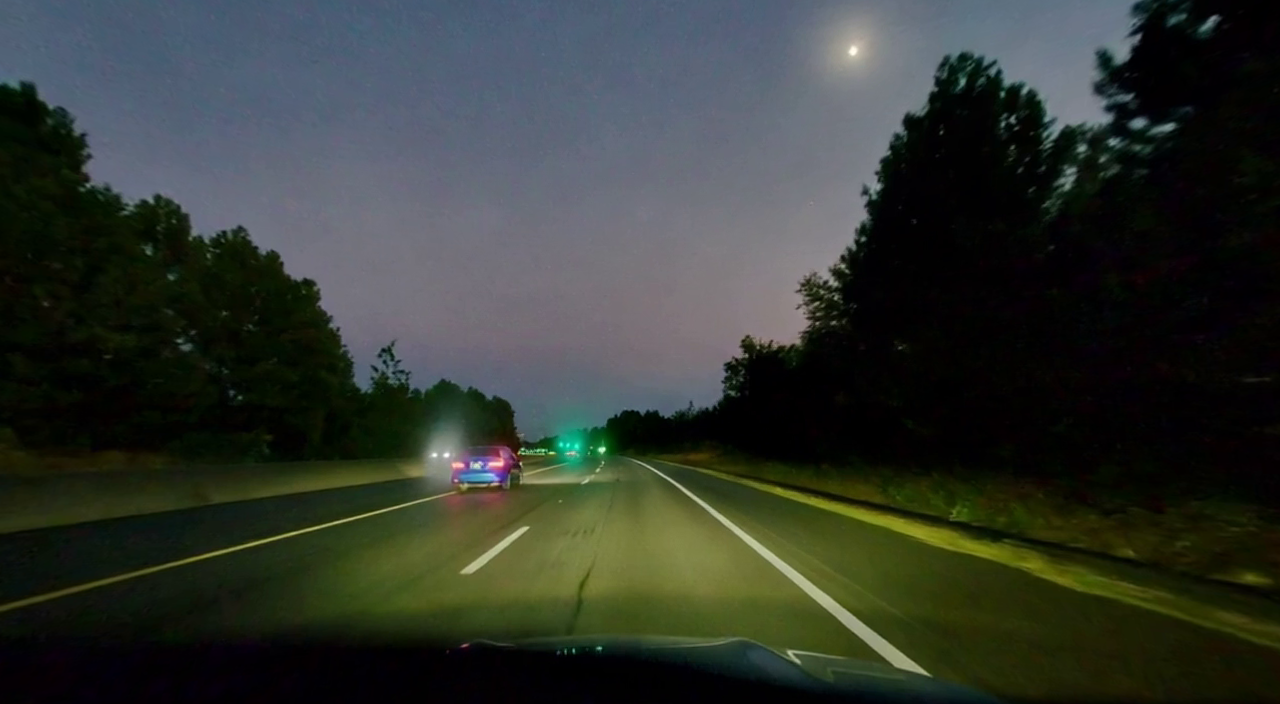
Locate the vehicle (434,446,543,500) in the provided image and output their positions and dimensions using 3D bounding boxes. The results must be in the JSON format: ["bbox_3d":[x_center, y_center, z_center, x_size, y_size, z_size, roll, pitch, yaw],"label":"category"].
[{"bbox_3d":[-4.354,3.544,18.910,2.126,1.411,4.433,0,-9,1],"label":"vehicle"}]
